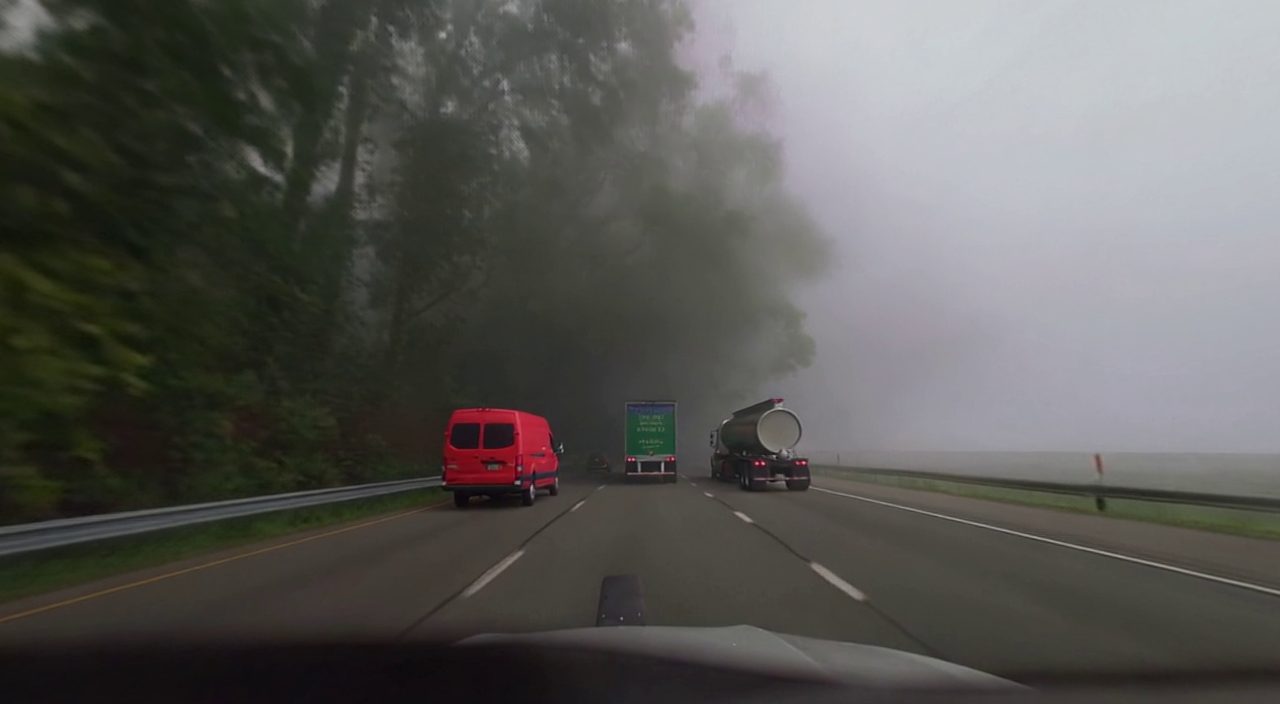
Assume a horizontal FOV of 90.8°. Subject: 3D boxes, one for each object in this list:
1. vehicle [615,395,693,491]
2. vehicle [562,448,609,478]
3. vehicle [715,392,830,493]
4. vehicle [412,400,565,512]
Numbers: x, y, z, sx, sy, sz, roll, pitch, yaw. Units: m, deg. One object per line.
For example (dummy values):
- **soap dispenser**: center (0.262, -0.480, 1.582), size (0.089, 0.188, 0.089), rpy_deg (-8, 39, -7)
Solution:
- **vehicle**: center (0.329, 4.063, 27.589), size (2.773, 3.455, 9.118), rpy_deg (0, -9, -3)
- **vehicle**: center (-3.177, 6.567, 37.689), size (2.134, 1.652, 4.439), rpy_deg (-1, -9, 3)
- **vehicle**: center (5.254, 4.023, 27.664), size (2.706, 3.500, 11.483), rpy_deg (0, -9, 1)
- **vehicle**: center (-3.881, 2.896, 17.791), size (2.525, 2.572, 6.260), rpy_deg (0, -9, 2)
